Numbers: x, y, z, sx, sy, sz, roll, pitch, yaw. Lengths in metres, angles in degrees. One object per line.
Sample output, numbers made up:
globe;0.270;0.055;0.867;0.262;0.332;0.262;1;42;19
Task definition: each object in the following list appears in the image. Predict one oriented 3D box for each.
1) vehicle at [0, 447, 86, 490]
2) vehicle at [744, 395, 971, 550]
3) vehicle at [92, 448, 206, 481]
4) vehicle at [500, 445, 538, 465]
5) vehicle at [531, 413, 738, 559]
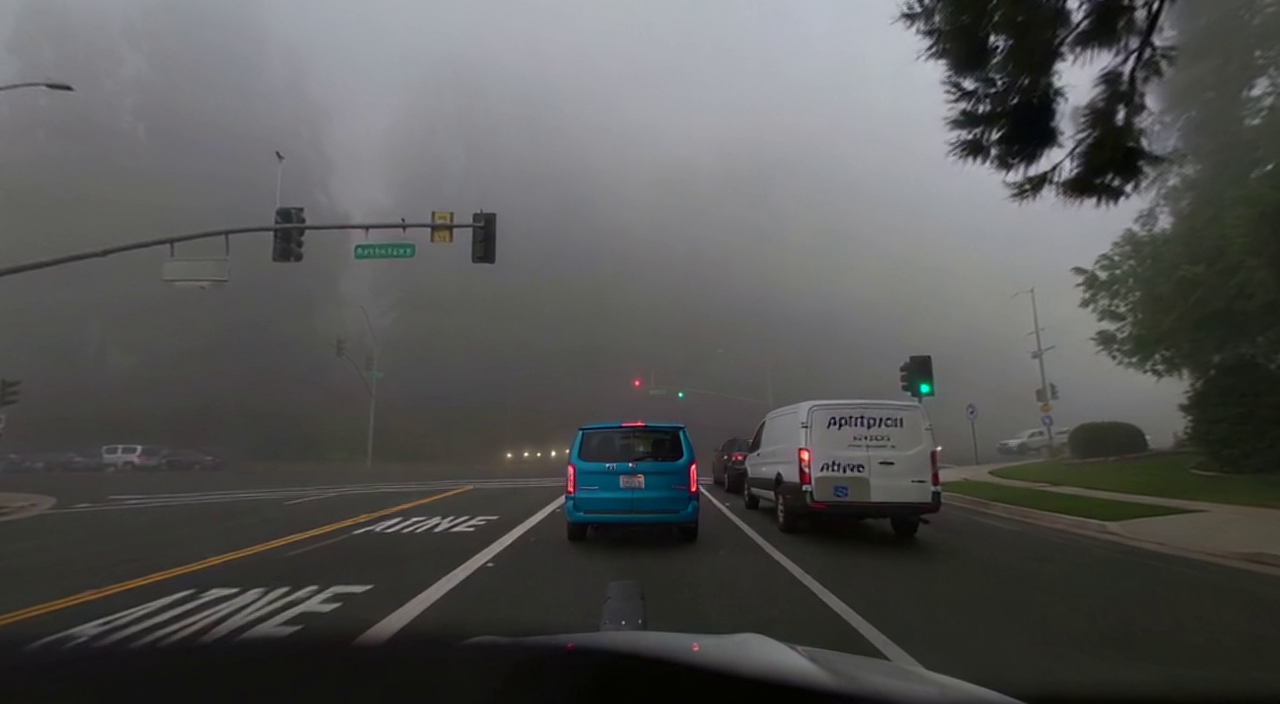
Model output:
vehicle;-28.424;5.202;28.204;4.757;1.841;2.121;1;-8;-7
vehicle;3.067;1.806;10.031;2.059;1.924;4.257;0;-8;0
vehicle;-25.233;5.784;32.406;4.073;1.603;1.920;1;-8;-8
vehicle;-9.560;8.153;49.944;1.881;1.515;4.262;-1;-8;4
vehicle;-0.049;1.820;9.312;2.321;1.624;4.367;0;-8;0
